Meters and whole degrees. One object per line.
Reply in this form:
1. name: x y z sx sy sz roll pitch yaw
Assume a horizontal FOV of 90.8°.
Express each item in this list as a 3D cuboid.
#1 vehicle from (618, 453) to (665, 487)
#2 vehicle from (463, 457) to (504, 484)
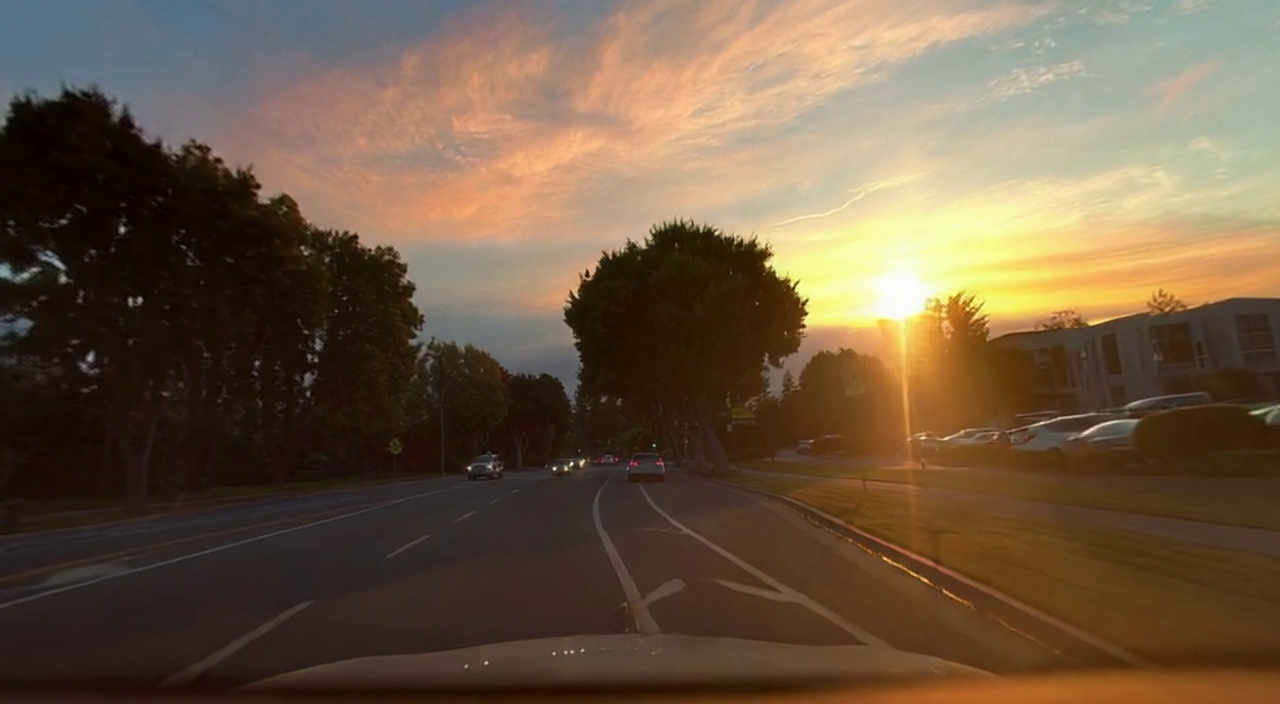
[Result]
1. vehicle: 0.045 5.717 30.919 2.111 1.466 4.223 -1 -9 -1
2. vehicle: -11.161 8.457 45.353 1.969 1.751 4.432 0 -9 -1
